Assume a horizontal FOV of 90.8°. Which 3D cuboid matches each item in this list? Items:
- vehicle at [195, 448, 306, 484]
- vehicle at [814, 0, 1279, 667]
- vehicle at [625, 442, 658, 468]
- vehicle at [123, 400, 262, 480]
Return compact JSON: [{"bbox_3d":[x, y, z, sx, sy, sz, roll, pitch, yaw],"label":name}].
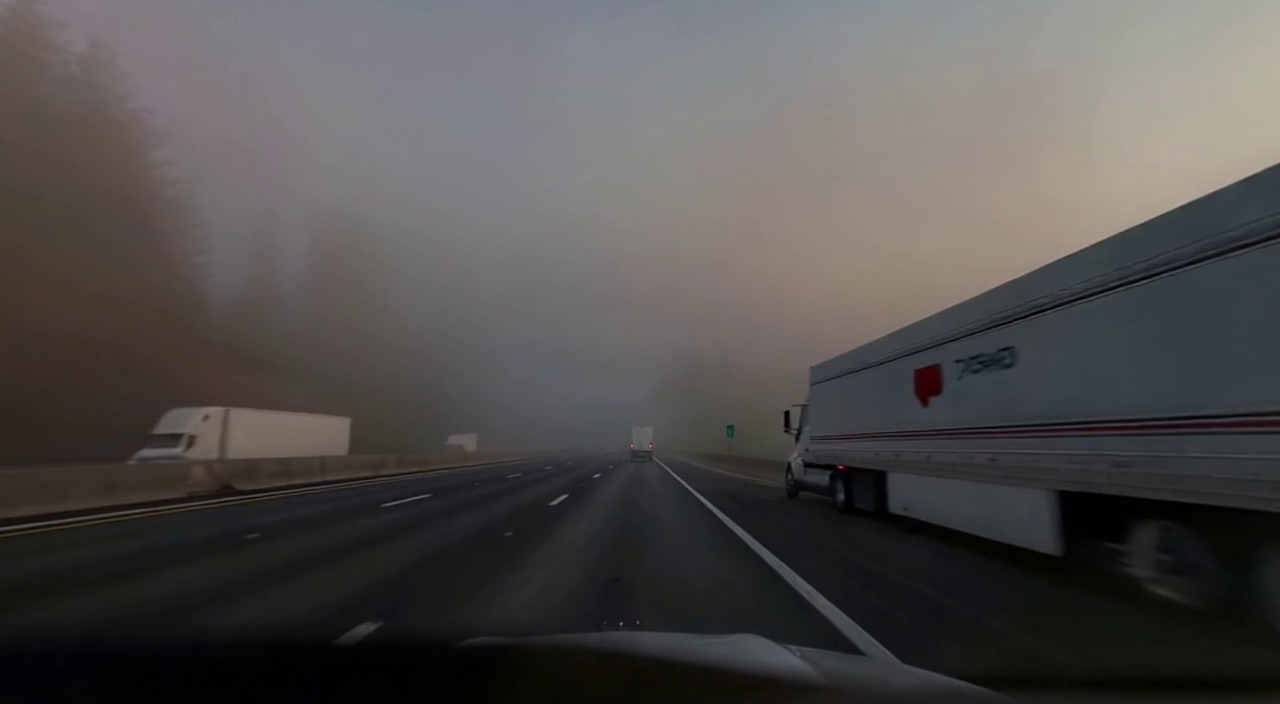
[{"bbox_3d":[-17.205,5.034,28.214,1.932,1.468,4.590,0,-9,2],"label":"vehicle"},{"bbox_3d":[5.210,0.148,6.136,2.893,4.114,14.332,0,-9,0],"label":"vehicle"},{"bbox_3d":[0.072,6.463,39.639,1.972,1.492,3.697,0,-9,0],"label":"vehicle"},{"bbox_3d":[-24.148,4.868,34.543,3.013,3.958,5.954,0,-9,1],"label":"vehicle"}]
